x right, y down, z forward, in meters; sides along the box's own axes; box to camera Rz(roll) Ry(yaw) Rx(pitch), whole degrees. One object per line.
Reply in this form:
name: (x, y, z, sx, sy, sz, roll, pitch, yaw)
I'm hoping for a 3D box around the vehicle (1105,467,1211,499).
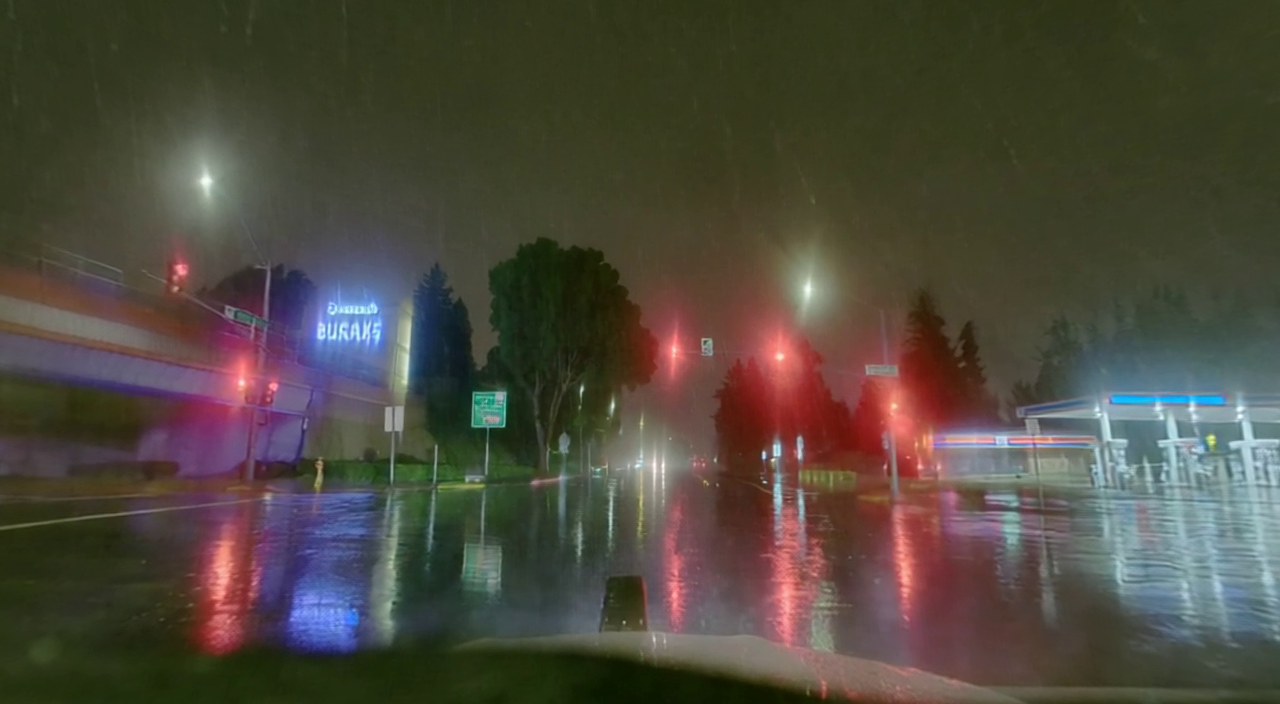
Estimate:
vehicle: (28.026, 7.066, 34.310, 1.897, 1.466, 4.211, 1, -8, -6)
